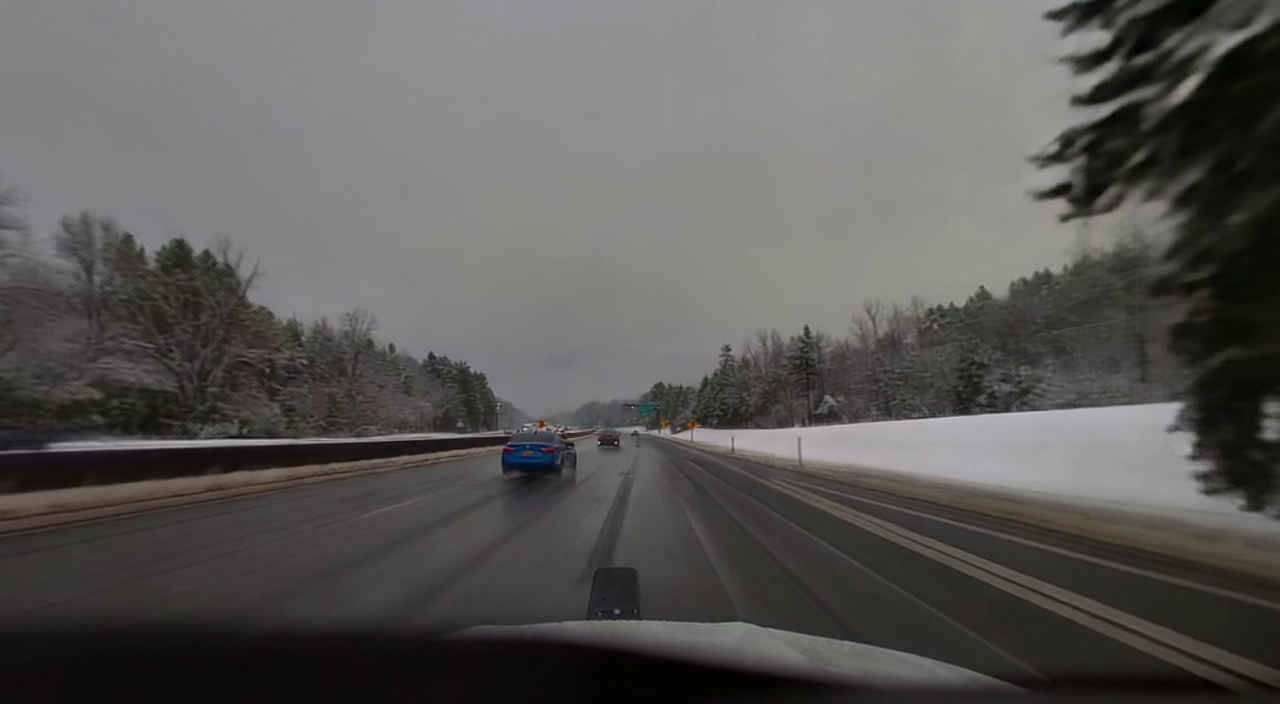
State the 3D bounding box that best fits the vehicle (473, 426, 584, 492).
[{"bbox_3d":[-2.659,2.650,16.039,1.977,1.443,4.225,0,-8,1],"label":"vehicle"}]
